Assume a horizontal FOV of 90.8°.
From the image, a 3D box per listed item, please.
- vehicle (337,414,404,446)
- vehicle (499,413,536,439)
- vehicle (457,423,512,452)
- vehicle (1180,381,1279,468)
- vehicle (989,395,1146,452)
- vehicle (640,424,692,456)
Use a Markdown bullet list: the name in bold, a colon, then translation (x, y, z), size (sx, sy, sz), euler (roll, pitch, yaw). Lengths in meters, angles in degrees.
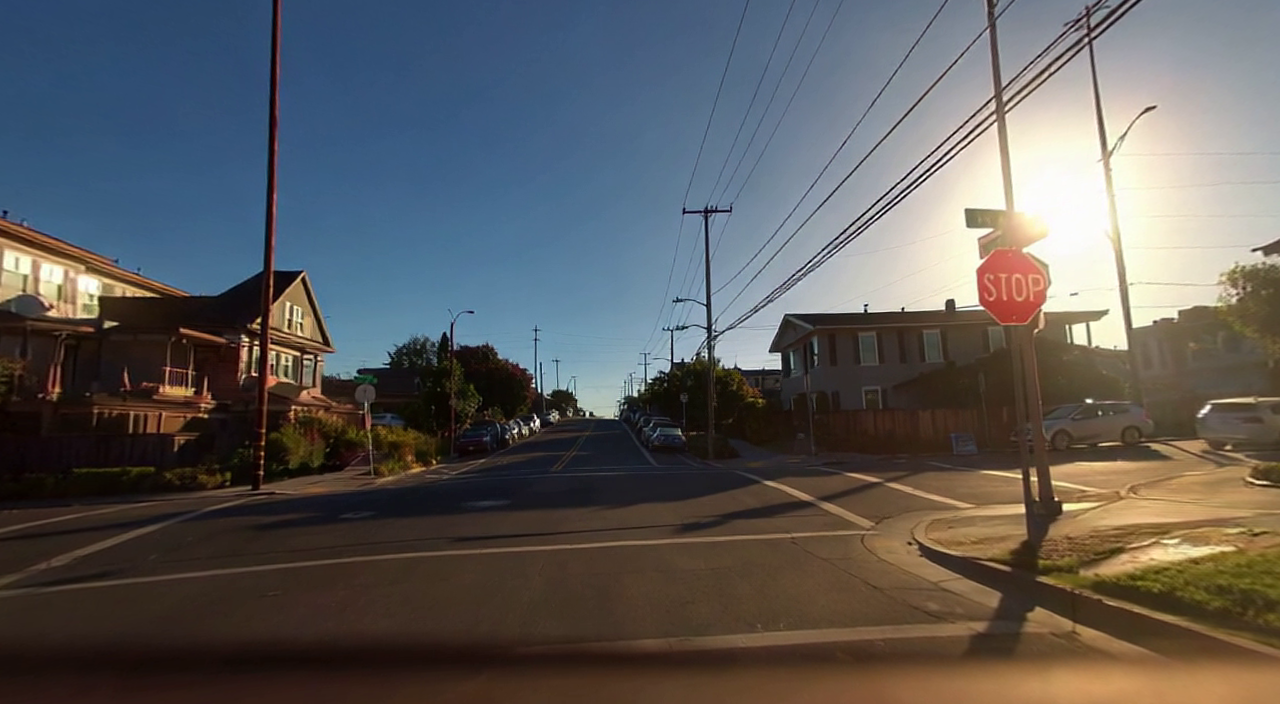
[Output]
- **vehicle**: translation (-14.845, 4.397, 35.122), size (1.992, 1.678, 4.658), euler (0, -8, -5)
- **vehicle**: translation (-9.366, 5.736, 48.630), size (2.104, 1.898, 4.396), euler (0, -8, -3)
- **vehicle**: translation (-8.838, 4.945, 36.396), size (2.065, 1.553, 4.636), euler (0, -8, -1)
- **vehicle**: translation (15.441, 1.709, 14.647), size (4.389, 1.818, 2.062), euler (2, -9, -13)
- **vehicle**: translation (16.812, 2.854, 24.927), size (4.985, 2.088, 2.141), euler (2, -9, -13)
- **vehicle**: translation (1.249, 4.522, 32.339), size (2.120, 1.487, 4.360), euler (1, -8, -5)
